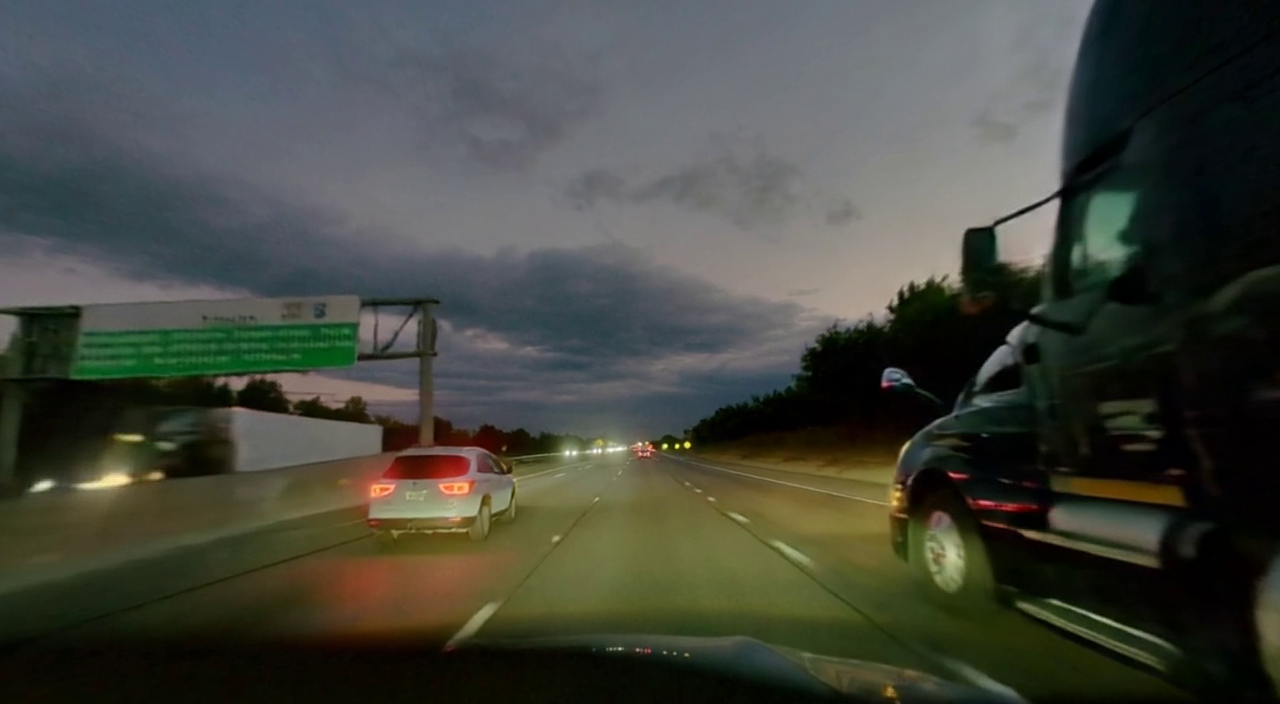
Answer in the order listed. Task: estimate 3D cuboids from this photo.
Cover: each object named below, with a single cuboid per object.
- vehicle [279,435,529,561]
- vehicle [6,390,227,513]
[{"bbox_3d":[-3.228,2.109,9.890,2.054,1.475,4.708,0,-9,1],"label":"vehicle"},{"bbox_3d":[-19.344,3.755,23.957,2.931,4.031,6.057,0,-9,0],"label":"vehicle"}]
